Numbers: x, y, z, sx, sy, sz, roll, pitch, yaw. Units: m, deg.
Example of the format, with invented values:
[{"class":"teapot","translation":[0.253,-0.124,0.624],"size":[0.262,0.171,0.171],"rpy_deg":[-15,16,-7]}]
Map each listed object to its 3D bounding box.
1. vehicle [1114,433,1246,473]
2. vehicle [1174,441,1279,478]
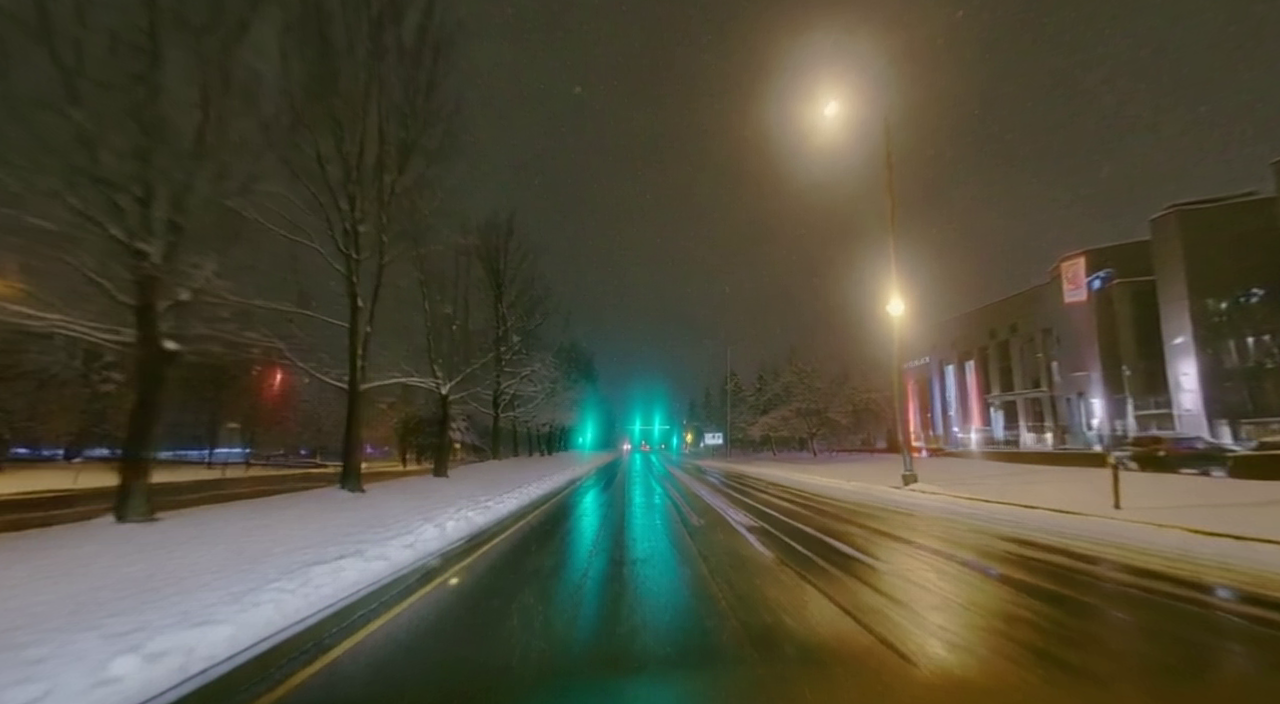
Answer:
[{"class":"vehicle","translation":[30.056,5.644,35.288],"size":[5.244,1.992,2.226],"rpy_deg":[-1,-9,-2]},{"class":"vehicle","translation":[30.550,5.500,32.459],"size":[4.305,1.794,1.994],"rpy_deg":[0,-8,0]}]
